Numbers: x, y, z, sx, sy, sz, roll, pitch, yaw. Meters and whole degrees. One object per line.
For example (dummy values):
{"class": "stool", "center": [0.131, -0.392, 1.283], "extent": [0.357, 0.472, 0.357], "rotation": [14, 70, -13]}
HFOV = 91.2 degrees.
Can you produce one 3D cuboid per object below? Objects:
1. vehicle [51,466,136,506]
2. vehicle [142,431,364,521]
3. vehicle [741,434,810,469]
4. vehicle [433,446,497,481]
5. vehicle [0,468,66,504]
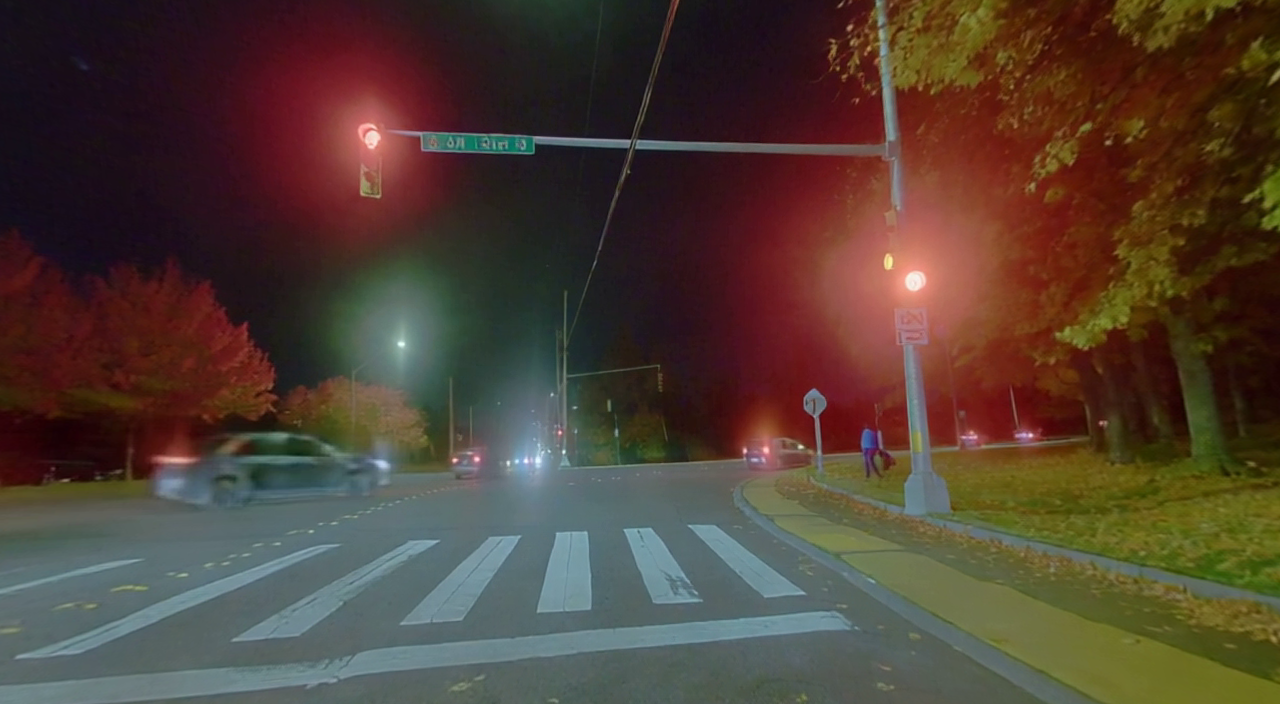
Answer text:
{"class": "vehicle", "center": [-25.377, 6.191, 29.281], "extent": [1.694, 1.528, 4.225], "rotation": [3, -9, -23]}
{"class": "vehicle", "center": [-9.592, 3.030, 15.867], "extent": [1.942, 1.920, 4.263], "rotation": [-8, -11, 39]}
{"class": "vehicle", "center": [7.812, 5.675, 35.883], "extent": [1.988, 1.853, 4.314], "rotation": [-8, -11, 39]}
{"class": "vehicle", "center": [-8.927, 5.693, 32.294], "extent": [1.832, 1.674, 3.805], "rotation": [-1, -9, 6]}
{"class": "vehicle", "center": [-30.295, 6.459, 30.356], "extent": [1.800, 1.520, 3.968], "rotation": [2, -9, -13]}
